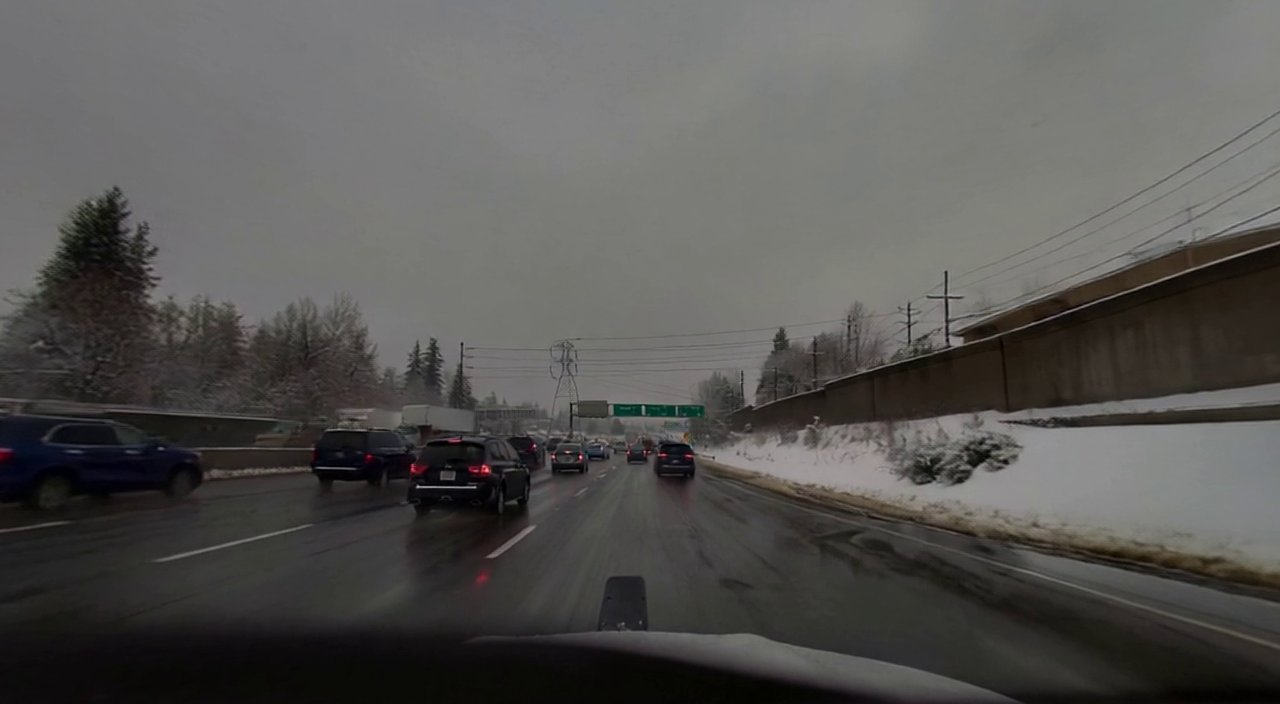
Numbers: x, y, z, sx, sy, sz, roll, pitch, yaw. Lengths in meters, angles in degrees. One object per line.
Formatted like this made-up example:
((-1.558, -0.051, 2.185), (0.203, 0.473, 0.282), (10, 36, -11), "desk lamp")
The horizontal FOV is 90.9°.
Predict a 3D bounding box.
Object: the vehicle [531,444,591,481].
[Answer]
((-3.487, 4.964, 28.680), (2.049, 1.530, 4.707), (0, -8, 1), "vehicle")

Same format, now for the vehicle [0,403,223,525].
((-10.736, 2.065, 12.014), (2.089, 1.847, 4.981), (0, -8, 1), "vehicle")

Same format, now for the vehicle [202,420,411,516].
((-7.271, 2.582, 14.516), (2.222, 1.825, 4.640), (0, -8, 0), "vehicle")

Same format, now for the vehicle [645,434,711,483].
((1.730, 5.194, 31.110), (2.793, 2.132, 5.682), (0, -8, -1), "vehicle")

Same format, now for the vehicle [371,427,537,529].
((-3.561, 2.497, 13.112), (2.026, 1.719, 4.490), (0, -8, 1), "vehicle")
